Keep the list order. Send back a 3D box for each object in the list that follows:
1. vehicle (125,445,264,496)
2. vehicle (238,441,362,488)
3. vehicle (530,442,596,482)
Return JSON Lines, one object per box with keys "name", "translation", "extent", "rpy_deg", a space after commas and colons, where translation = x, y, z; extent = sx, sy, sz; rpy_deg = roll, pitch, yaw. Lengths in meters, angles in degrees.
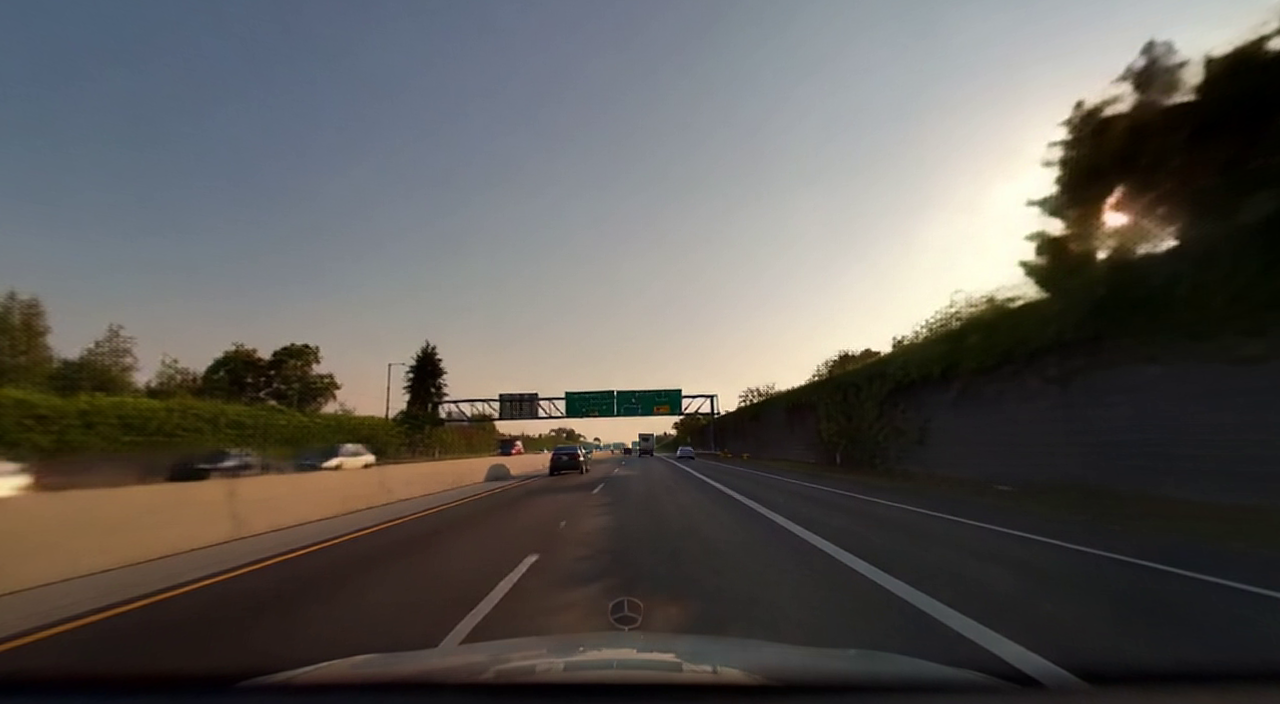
{"name": "vehicle", "translation": [-16.400, 4.344, 23.565], "extent": [1.918, 1.668, 4.421], "rpy_deg": [0, -9, 0]}
{"name": "vehicle", "translation": [-12.073, 4.013, 22.848], "extent": [1.936, 1.525, 4.548], "rpy_deg": [0, -9, 0]}
{"name": "vehicle", "translation": [-3.049, 4.471, 25.909], "extent": [2.020, 1.475, 4.434], "rpy_deg": [0, -9, 1]}
